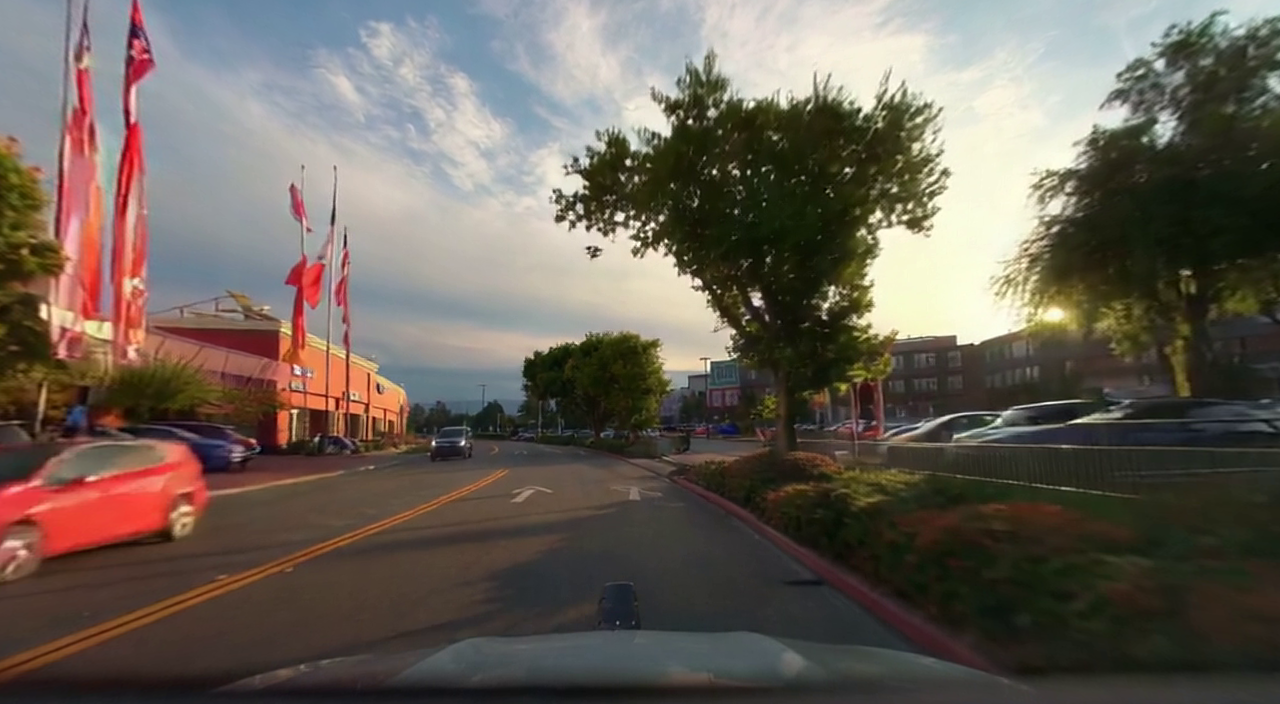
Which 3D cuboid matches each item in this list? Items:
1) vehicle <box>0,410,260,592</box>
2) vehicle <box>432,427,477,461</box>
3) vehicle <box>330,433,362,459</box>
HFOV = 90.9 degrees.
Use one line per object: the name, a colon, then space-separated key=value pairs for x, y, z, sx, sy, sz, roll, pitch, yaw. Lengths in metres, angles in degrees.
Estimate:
vehicle: x=-6.726 y=1.578 z=7.523 sx=1.963 sy=1.589 sz=4.212 roll=0 pitch=-7 yaw=-4
vehicle: x=-11.078 y=5.490 z=37.863 sx=2.026 sy=1.882 sz=4.277 roll=0 pitch=-7 yaw=-9
vehicle: x=-19.175 y=6.143 z=41.166 sx=1.778 sy=1.584 sz=2.802 roll=2 pitch=-8 yaw=-23
